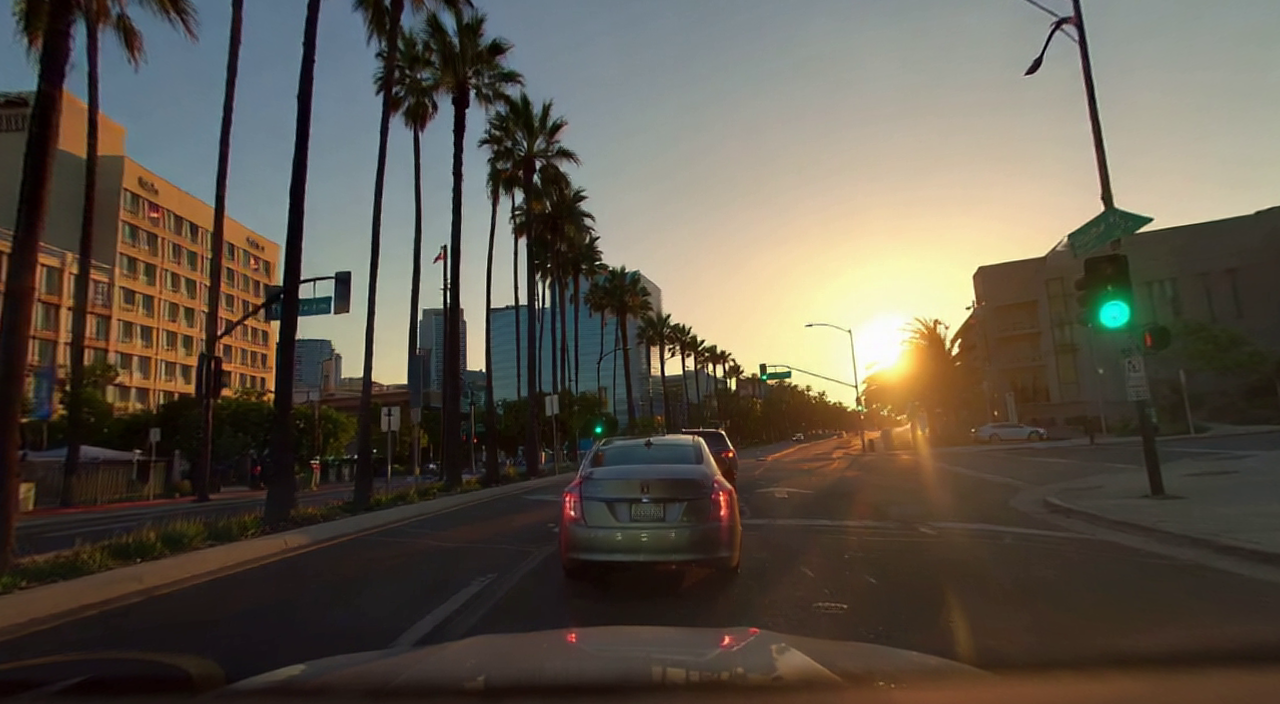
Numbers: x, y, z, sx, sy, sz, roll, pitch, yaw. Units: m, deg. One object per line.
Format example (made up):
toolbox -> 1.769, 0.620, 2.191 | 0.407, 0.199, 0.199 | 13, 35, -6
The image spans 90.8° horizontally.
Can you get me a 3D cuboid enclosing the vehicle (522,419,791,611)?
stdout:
vehicle -> 0.151, 1.589, 7.058 | 2.096, 1.492, 4.071 | 0, -9, 1
